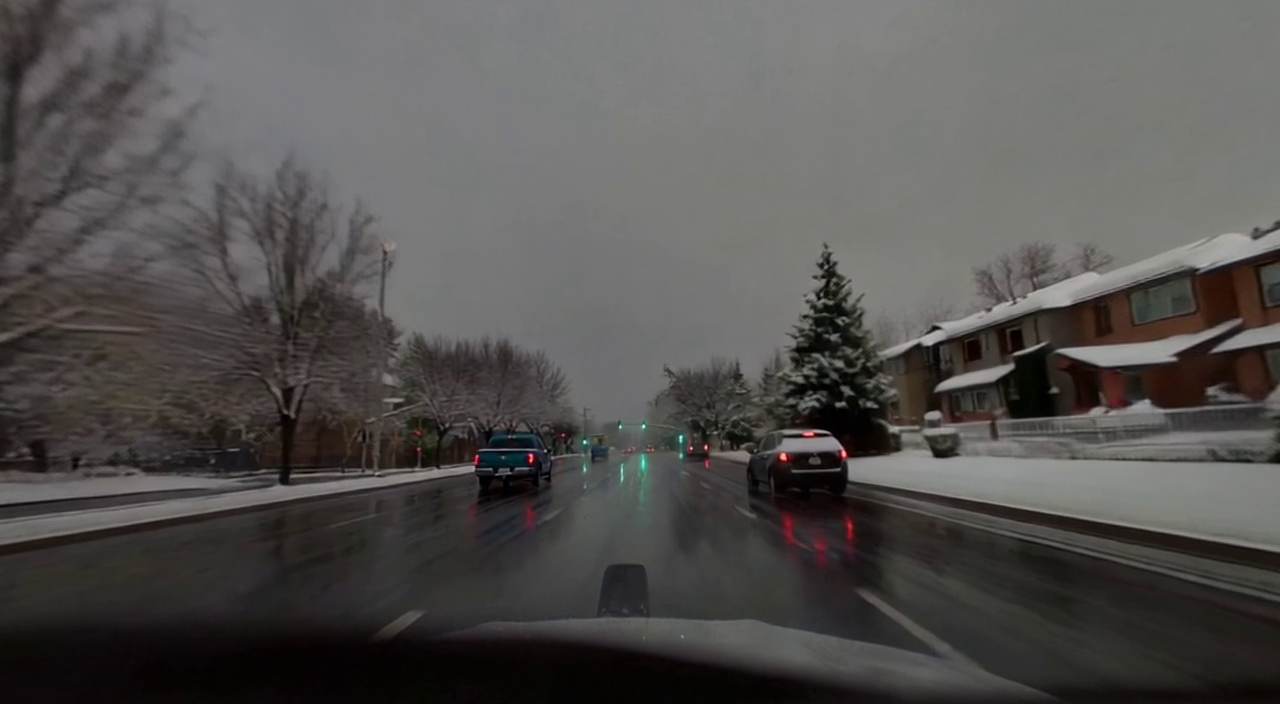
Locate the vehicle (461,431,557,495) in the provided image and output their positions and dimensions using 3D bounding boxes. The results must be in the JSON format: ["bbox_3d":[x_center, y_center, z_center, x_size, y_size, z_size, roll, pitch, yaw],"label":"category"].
[{"bbox_3d":[-3.925,3.423,19.756,2.002,1.747,4.728,0,-9,0],"label":"vehicle"}]

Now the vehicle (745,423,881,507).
[{"bbox_3d":[4.002,2.708,15.428,2.016,1.736,4.356,0,-9,-1],"label":"vehicle"}]

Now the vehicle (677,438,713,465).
[{"bbox_3d":[4.167,7.610,48.427,2.321,1.957,5.037,0,-9,1],"label":"vehicle"}]
